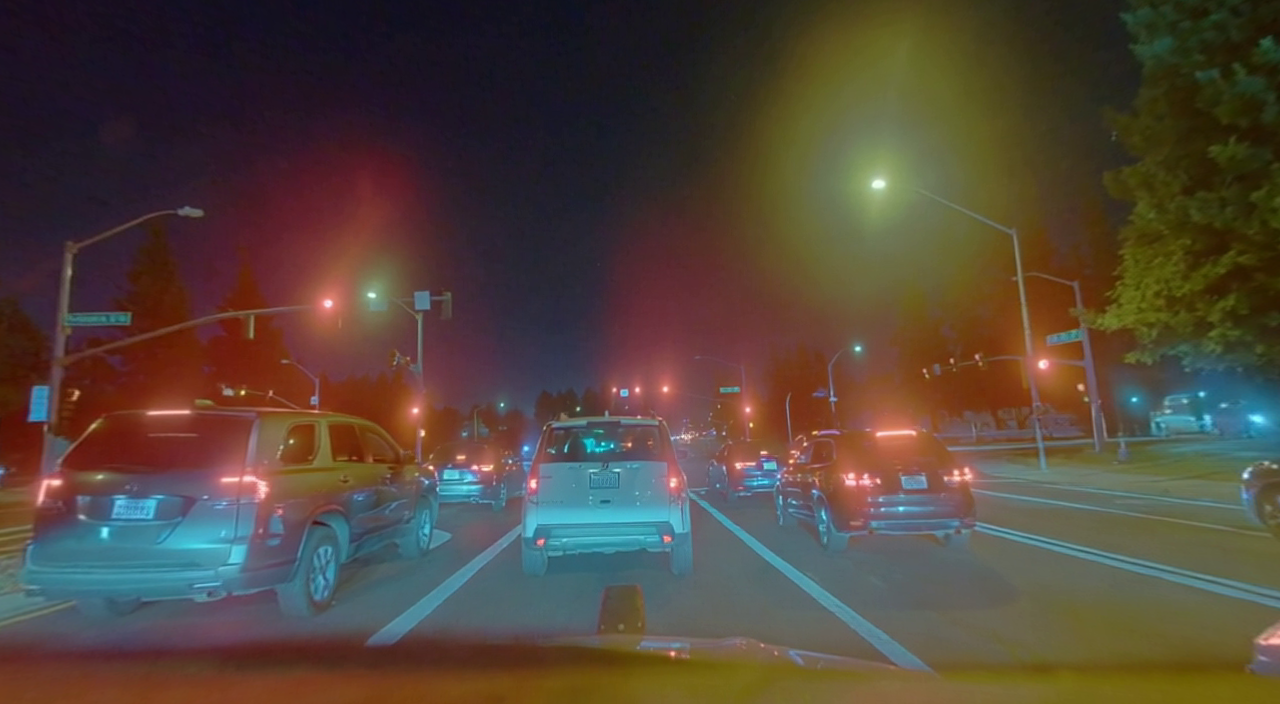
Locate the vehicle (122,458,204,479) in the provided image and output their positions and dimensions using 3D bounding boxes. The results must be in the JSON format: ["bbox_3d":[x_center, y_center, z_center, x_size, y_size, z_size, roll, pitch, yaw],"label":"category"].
[{"bbox_3d":[-37.366,9.118,49.233,4.914,1.487,1.850,0,-9,1],"label":"vehicle"}]

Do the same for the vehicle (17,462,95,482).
[{"bbox_3d":[-45.709,9.370,49.165,4.232,1.498,1.791,0,-9,1],"label":"vehicle"}]

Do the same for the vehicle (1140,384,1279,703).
[{"bbox_3d":[3.281,0.637,0.628,1.980,1.515,4.362,0,-9,1],"label":"vehicle"}]

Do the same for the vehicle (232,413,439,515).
[{"bbox_3d":[-6.742,2.556,14.771,2.214,1.953,5.017,0,-9,1],"label":"vehicle"}]

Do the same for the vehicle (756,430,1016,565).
[{"bbox_3d":[3.136,1.951,9.240,1.971,1.473,4.495,0,-9,0],"label":"vehicle"}]

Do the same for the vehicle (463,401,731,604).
[{"bbox_3d":[-0.332,1.573,7.404,2.256,1.694,4.055,0,-9,1],"label":"vehicle"}]
